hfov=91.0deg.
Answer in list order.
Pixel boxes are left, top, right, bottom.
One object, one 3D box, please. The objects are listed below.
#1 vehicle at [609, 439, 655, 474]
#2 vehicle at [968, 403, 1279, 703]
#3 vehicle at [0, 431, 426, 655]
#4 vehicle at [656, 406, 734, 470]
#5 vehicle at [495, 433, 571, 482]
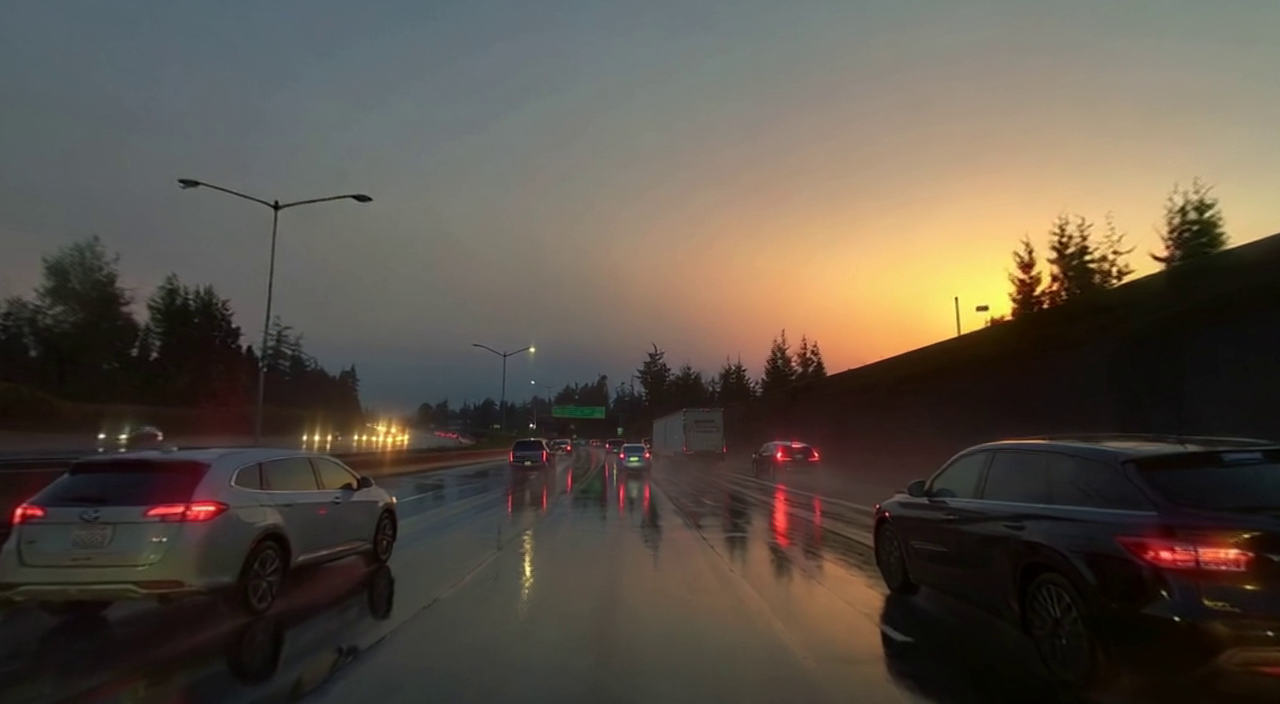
[{"bbox_3d":[-0.425,5.414,32.902,2.235,1.682,4.094,0,-9,-1],"label":"vehicle"},{"bbox_3d":[3.230,0.917,2.007,2.031,1.504,4.327,0,-9,0],"label":"vehicle"},{"bbox_3d":[-3.923,1.566,6.302,1.947,1.424,4.264,0,-9,2],"label":"vehicle"},{"bbox_3d":[2.976,5.323,38.473,3.426,3.279,12.313,0,-8,-1],"label":"vehicle"},{"bbox_3d":[-4.211,4.254,25.646,2.176,1.783,4.799,0,-9,1],"label":"vehicle"}]
